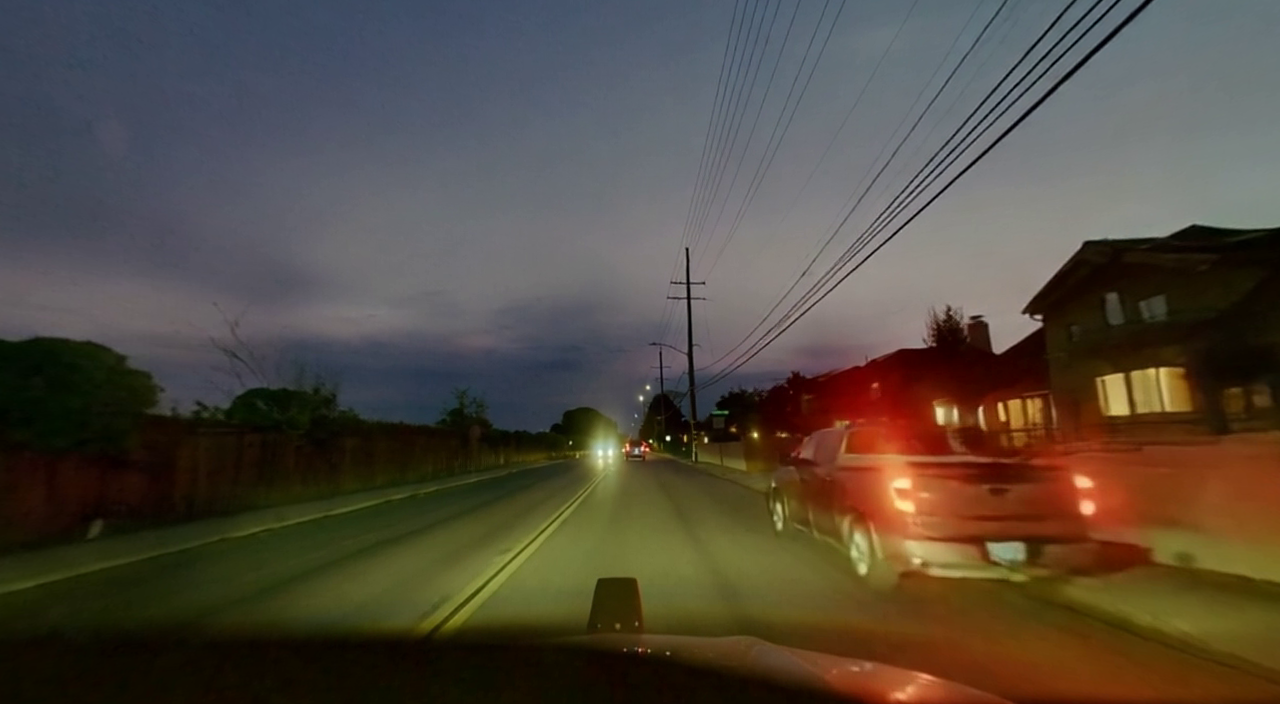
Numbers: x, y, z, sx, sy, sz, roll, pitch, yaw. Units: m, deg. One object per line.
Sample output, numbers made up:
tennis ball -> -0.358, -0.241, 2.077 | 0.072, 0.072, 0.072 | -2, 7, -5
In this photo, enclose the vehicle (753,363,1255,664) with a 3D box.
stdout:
vehicle -> 3.047, 1.538, 7.322 | 2.278, 1.933, 5.860 | 3, -9, 0
